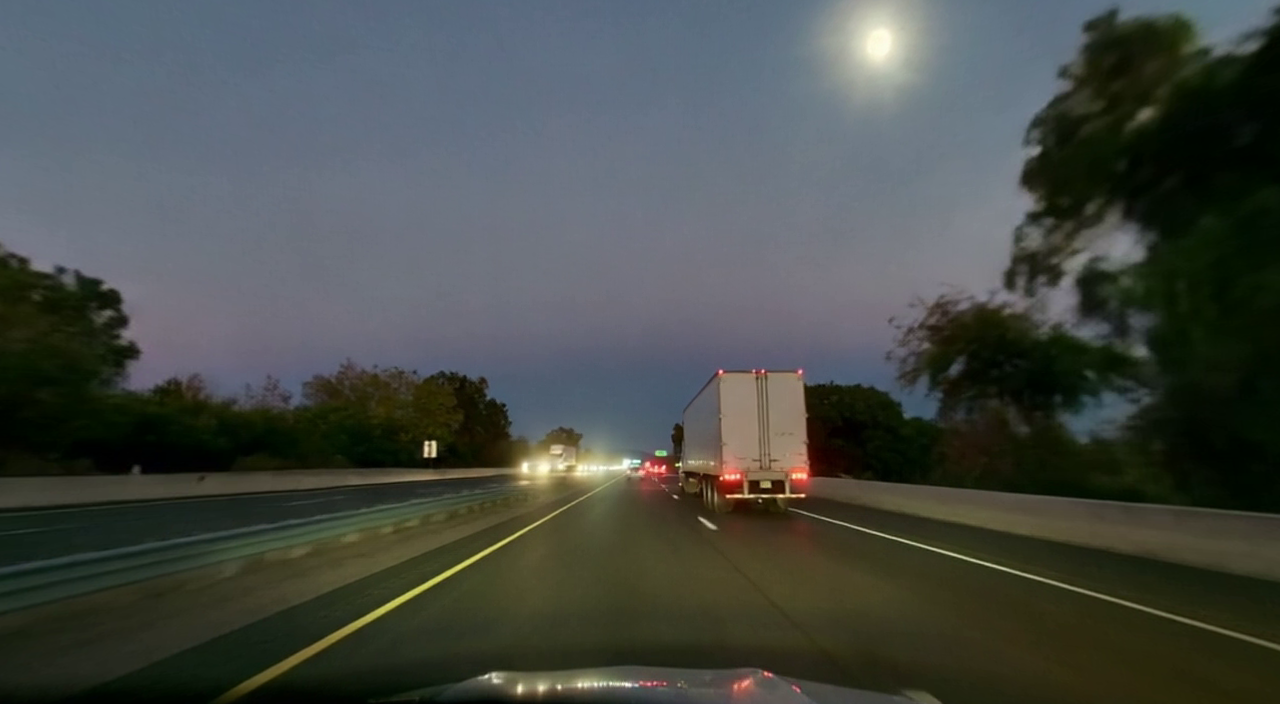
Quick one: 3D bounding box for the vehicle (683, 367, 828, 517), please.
[{"bbox_3d":[3.640,3.722,24.373,2.863,4.088,14.040,1,-10,0],"label":"vehicle"}]
